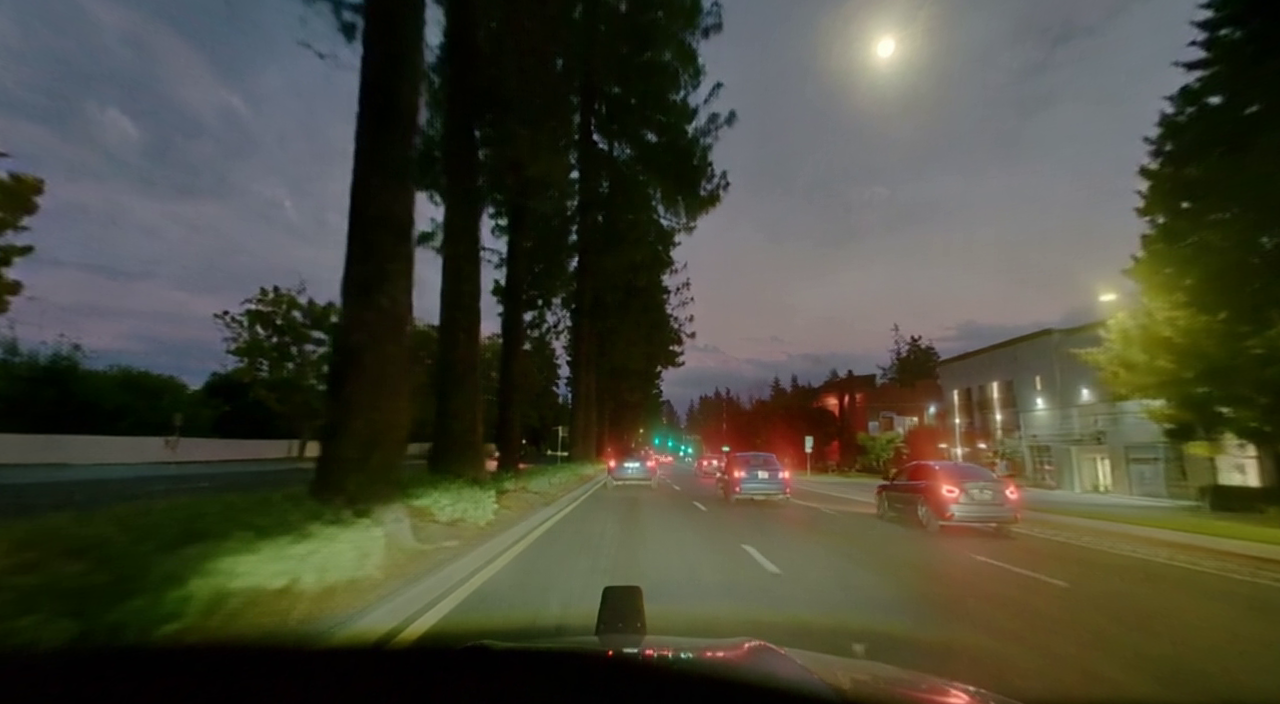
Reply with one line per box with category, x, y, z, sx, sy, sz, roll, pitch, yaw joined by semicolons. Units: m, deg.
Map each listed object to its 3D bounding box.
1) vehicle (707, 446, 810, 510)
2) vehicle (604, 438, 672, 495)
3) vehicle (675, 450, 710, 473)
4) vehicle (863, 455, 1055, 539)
vehicle;3.070;3.347;17.175;1.932;1.510;4.168;0;-8;-1
vehicle;-0.062;3.733;20.832;2.008;1.674;4.239;0;-8;0
vehicle;3.568;7.517;43.252;2.012;1.462;4.163;0;-8;-1
vehicle;6.711;3.055;13.849;1.944;1.458;4.268;0;-8;-1
